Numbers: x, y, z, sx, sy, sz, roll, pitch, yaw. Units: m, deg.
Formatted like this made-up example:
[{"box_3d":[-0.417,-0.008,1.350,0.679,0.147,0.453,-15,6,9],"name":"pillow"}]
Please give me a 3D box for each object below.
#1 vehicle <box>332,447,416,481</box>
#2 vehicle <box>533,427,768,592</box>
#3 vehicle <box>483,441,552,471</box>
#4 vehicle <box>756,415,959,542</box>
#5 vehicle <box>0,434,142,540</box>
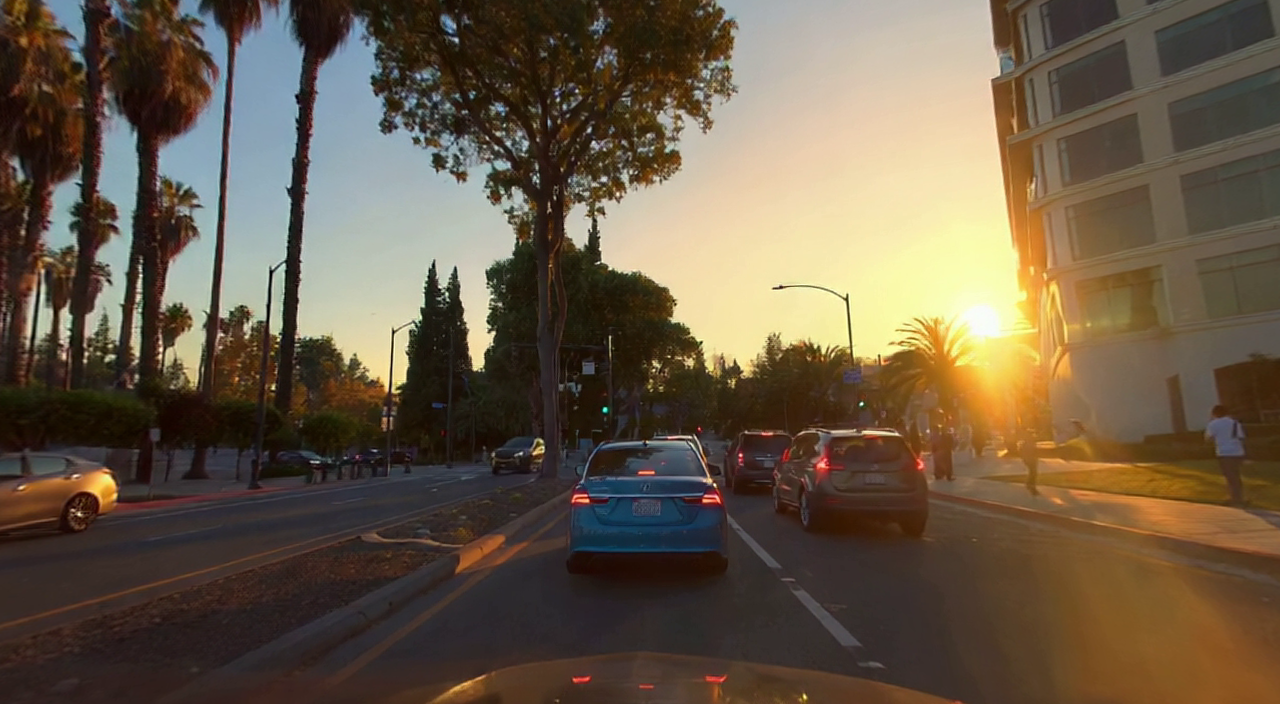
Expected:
[{"box_3d":[-13.183,5.558,31.696,1.965,1.507,4.725,-1,-8,2],"name":"vehicle"},{"box_3d":[0.136,1.709,7.704,2.088,1.452,3.993,0,-8,1],"name":"vehicle"},{"box_3d":[-6.447,5.529,33.792,1.898,1.439,4.540,-2,-9,12],"name":"vehicle"},{"box_3d":[3.388,2.063,10.920,2.003,1.733,4.319,0,-8,1],"name":"vehicle"},{"box_3d":[-13.056,2.715,12.286,2.240,1.964,5.707,-6,-8,0],"name":"vehicle"}]
